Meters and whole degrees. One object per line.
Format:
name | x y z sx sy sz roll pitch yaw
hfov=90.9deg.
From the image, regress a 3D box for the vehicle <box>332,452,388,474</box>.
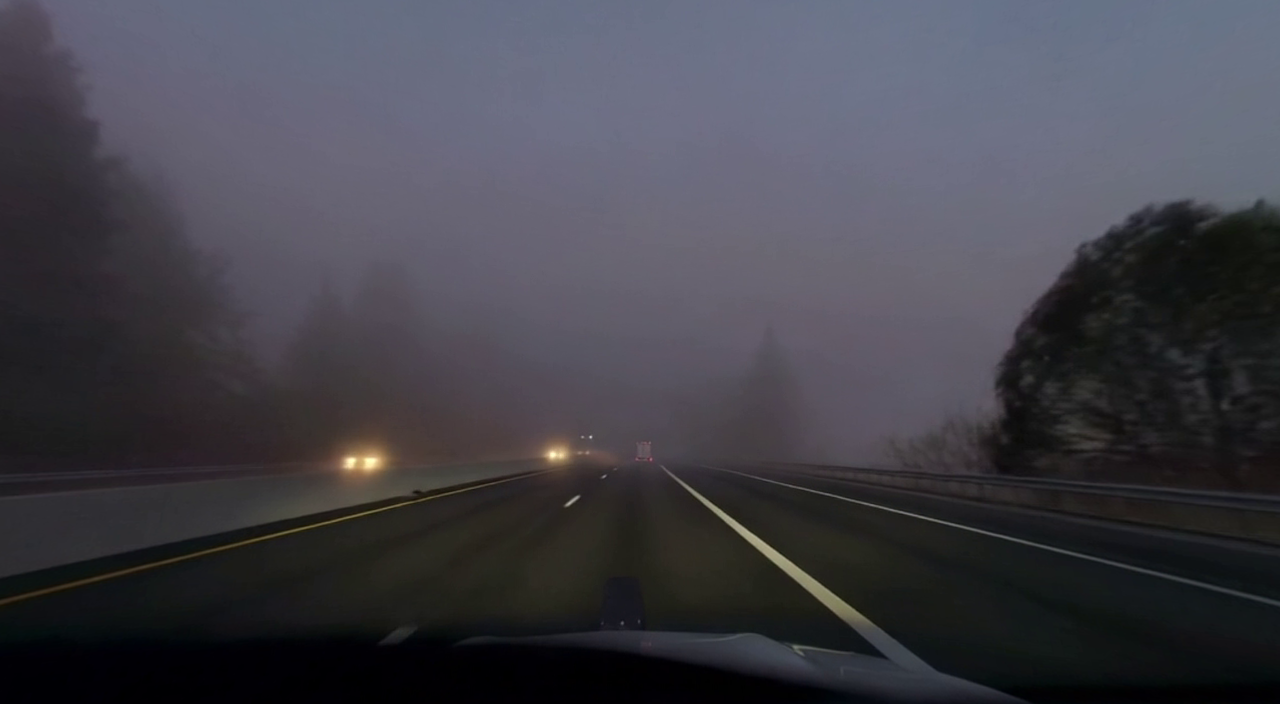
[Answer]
vehicle | -19.296 7.658 43.687 1.807 1.472 4.370 0 -9 1
